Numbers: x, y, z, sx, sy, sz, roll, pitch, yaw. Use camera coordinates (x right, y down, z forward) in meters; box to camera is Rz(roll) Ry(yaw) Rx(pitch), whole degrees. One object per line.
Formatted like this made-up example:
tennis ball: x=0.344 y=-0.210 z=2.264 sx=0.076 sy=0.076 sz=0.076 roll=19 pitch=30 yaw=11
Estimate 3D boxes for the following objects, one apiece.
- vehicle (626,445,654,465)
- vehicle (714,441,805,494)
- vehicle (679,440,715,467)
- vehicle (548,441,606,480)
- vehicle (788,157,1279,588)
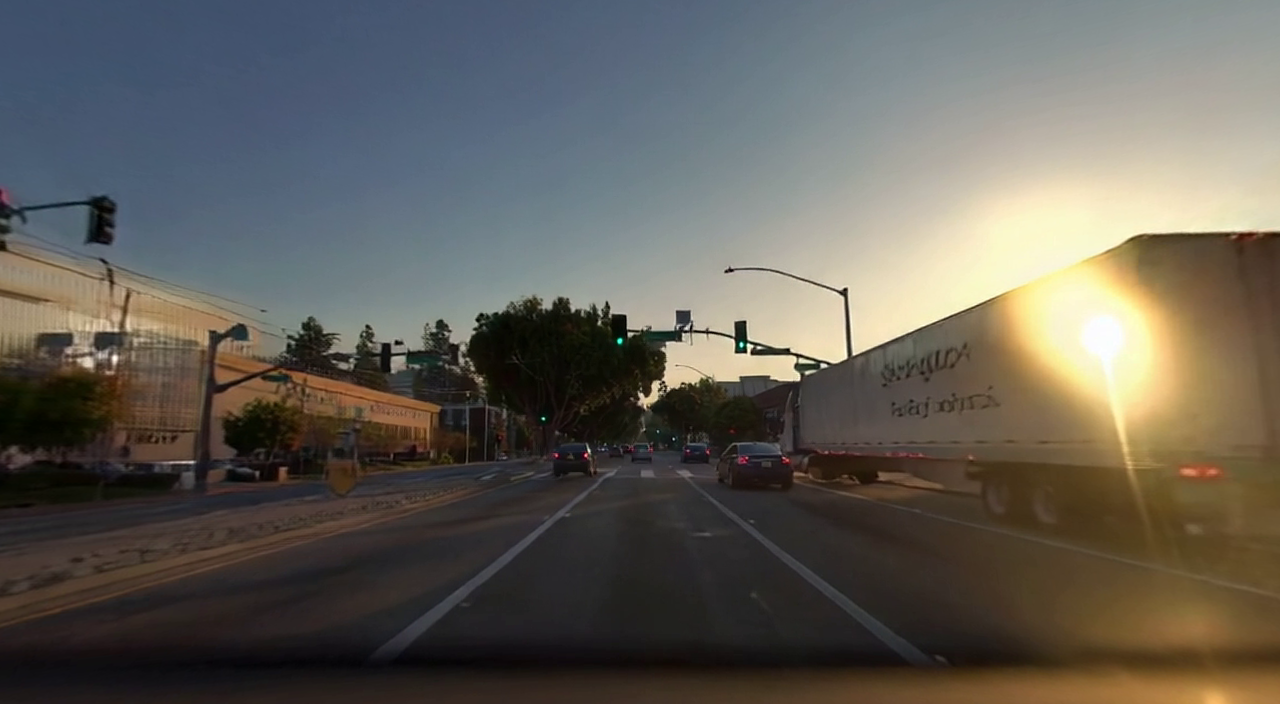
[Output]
vehicle: x=0.015 y=7.868 z=48.440 sx=2.020 sy=1.461 sz=4.326 roll=0 pitch=-8 yaw=0
vehicle: x=3.612 y=3.559 z=19.878 sx=1.972 sy=1.452 sz=4.189 roll=0 pitch=-8 yaw=-1
vehicle: x=3.779 y=6.799 z=42.385 sx=2.050 sy=1.683 sz=3.990 roll=0 pitch=-8 yaw=0
vehicle: x=-2.664 y=4.695 z=27.565 sx=2.003 sy=1.509 sz=4.396 roll=0 pitch=-8 yaw=1
vehicle: x=7.266 y=1.387 z=14.844 sx=3.383 sy=4.268 sz=17.469 roll=0 pitch=-9 yaw=0
